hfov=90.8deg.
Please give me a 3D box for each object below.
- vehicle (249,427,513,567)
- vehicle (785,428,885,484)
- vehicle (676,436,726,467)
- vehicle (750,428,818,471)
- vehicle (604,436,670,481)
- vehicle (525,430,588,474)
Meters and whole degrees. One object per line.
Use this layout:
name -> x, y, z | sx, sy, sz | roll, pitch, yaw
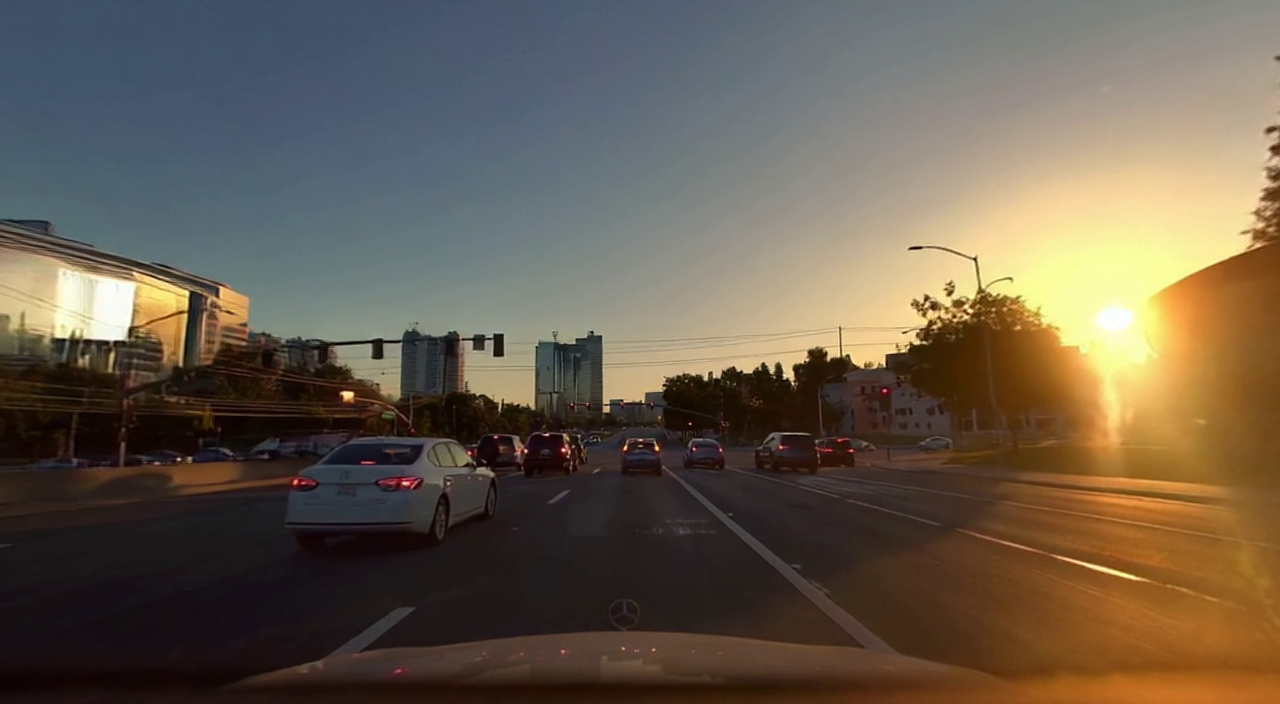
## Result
vehicle -> -3.191, 1.864, 8.909 | 1.837, 1.463, 4.311 | 0, -8, 1
vehicle -> 6.459, 3.496, 21.470 | 1.945, 1.706, 4.190 | 0, -8, -2
vehicle -> 3.094, 5.158, 32.910 | 1.987, 1.515, 4.521 | 0, -8, -2
vehicle -> 7.226, 4.974, 32.426 | 2.156, 1.982, 5.358 | 0, -8, -1
vehicle -> -0.130, 3.686, 22.160 | 2.098, 1.431, 3.958 | 0, -8, -1
vehicle -> -3.417, 4.195, 26.646 | 2.033, 1.714, 4.278 | 0, -8, 0
